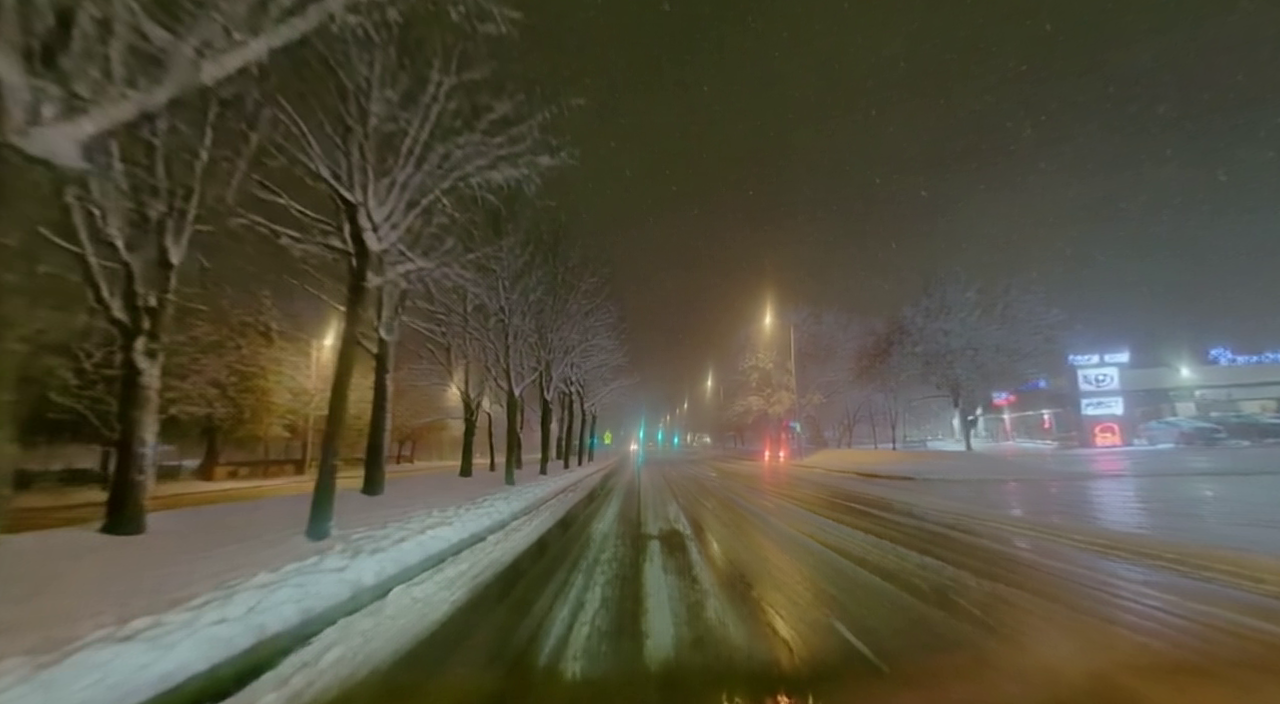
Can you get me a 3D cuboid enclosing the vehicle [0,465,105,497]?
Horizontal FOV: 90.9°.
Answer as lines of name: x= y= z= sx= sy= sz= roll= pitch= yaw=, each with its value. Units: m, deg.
vehicle: x=-31.235 y=6.755 z=33.111 sx=4.320 sy=1.463 sz=1.827 roll=4 pitch=-9 yaw=-25
